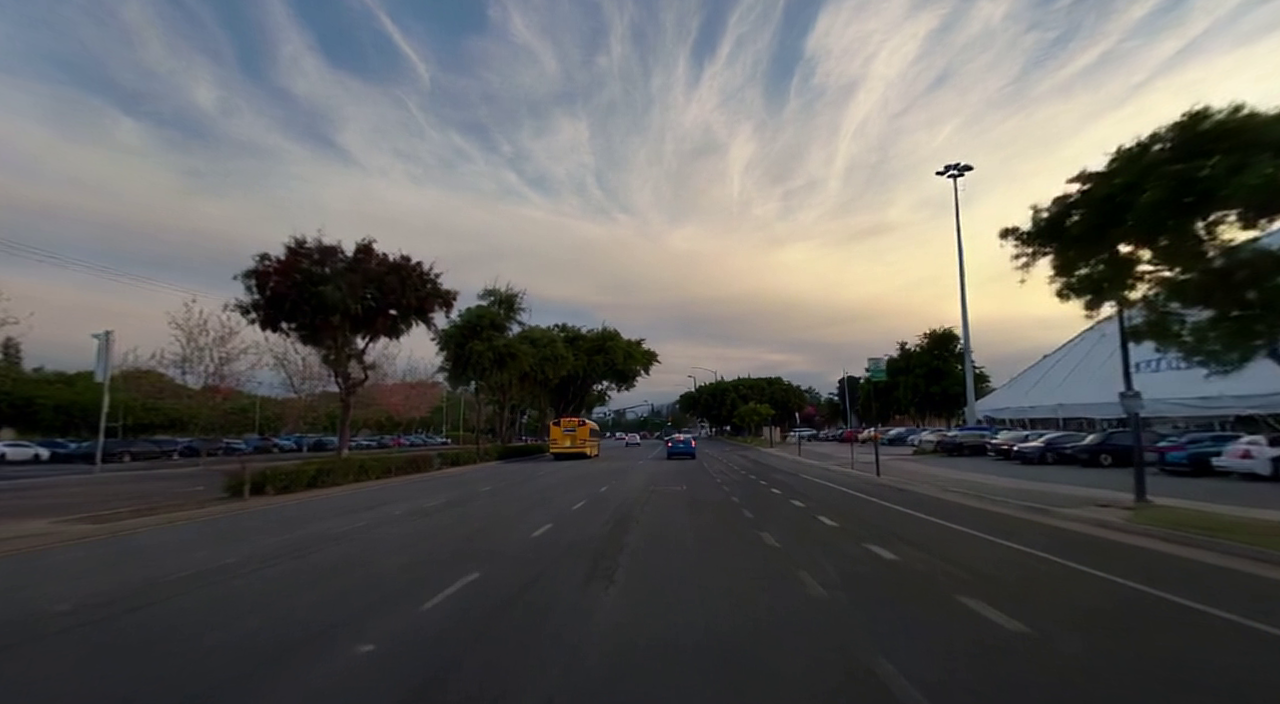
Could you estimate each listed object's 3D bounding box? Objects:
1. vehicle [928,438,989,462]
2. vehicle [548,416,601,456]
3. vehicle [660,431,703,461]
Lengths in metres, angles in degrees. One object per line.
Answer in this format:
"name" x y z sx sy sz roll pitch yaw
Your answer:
"vehicle" 20.841 6.458 41.468 1.849 1.466 4.831 -1 -9 5
"vehicle" -4.443 5.955 44.210 2.485 2.556 6.363 -1 -9 5
"vehicle" 2.198 5.066 33.859 2.123 1.498 4.226 -1 -9 3
